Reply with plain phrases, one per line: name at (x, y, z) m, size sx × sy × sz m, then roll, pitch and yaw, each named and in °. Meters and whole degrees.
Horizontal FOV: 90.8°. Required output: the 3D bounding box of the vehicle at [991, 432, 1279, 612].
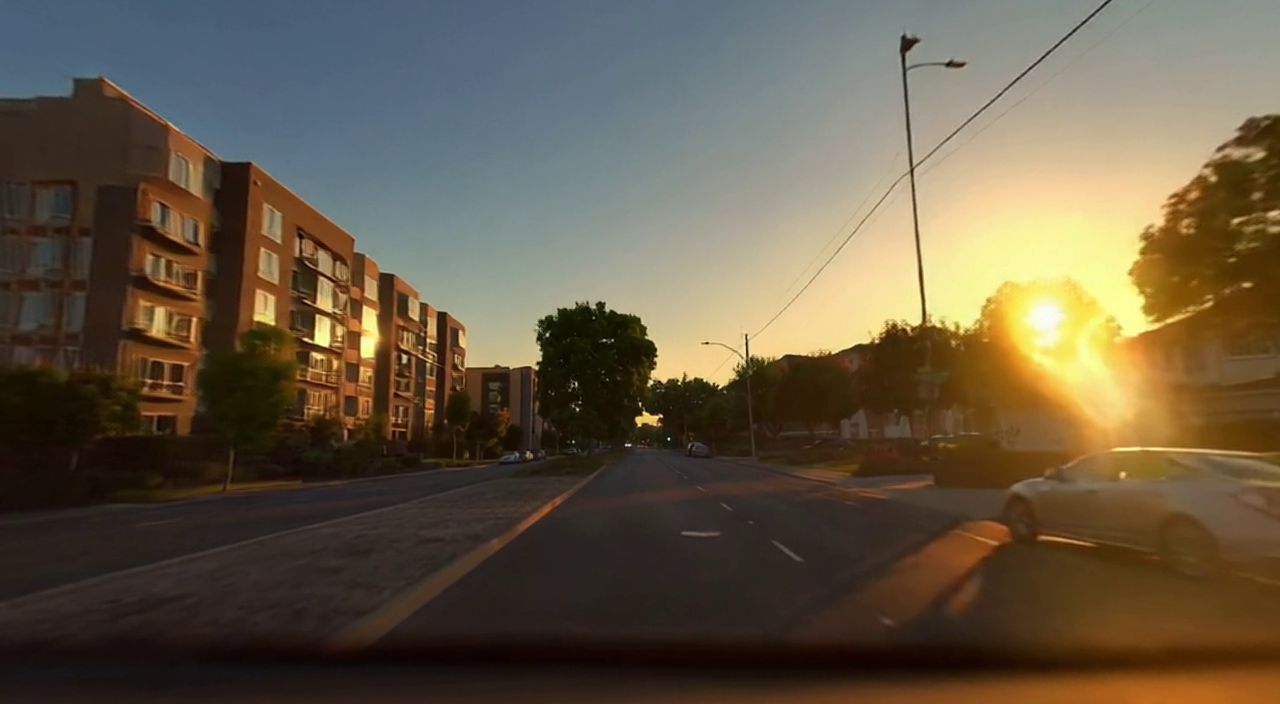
vehicle at (6.356, 1.709, 7.164) m, size 1.948 × 1.526 × 4.518 m, roll 0°, pitch -8°, yaw -3°
